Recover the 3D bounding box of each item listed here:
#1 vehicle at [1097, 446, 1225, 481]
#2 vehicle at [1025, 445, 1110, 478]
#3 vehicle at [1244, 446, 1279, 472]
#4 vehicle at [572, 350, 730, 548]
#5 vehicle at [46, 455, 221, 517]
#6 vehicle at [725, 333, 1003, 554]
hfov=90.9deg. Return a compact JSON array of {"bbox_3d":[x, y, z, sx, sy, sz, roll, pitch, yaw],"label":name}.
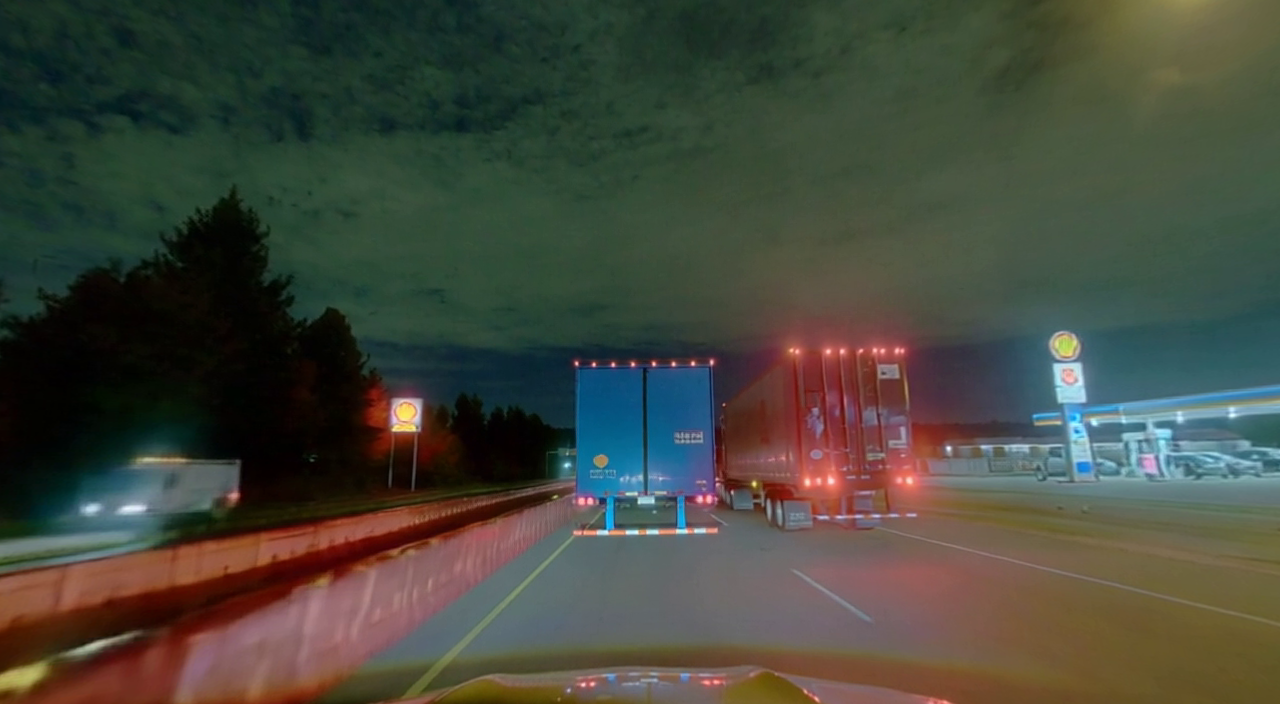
[{"bbox_3d":[24.556,5.315,29.918,1.762,1.470,4.485,3,-11,-10],"label":"vehicle"},{"bbox_3d":[24.673,6.360,36.526,1.919,1.722,4.024,1,-10,-2],"label":"vehicle"},{"bbox_3d":[37.807,6.398,37.468,4.208,1.429,1.820,8,-13,-36],"label":"vehicle"},{"bbox_3d":[0.122,2.402,15.030,2.618,3.306,8.676,1,-10,-1],"label":"vehicle"},{"bbox_3d":[-16.745,4.444,21.234,1.981,1.824,4.637,1,-10,0],"label":"vehicle"},{"bbox_3d":[4.350,2.345,15.260,2.936,3.640,9.443,1,-10,-2],"label":"vehicle"}]
